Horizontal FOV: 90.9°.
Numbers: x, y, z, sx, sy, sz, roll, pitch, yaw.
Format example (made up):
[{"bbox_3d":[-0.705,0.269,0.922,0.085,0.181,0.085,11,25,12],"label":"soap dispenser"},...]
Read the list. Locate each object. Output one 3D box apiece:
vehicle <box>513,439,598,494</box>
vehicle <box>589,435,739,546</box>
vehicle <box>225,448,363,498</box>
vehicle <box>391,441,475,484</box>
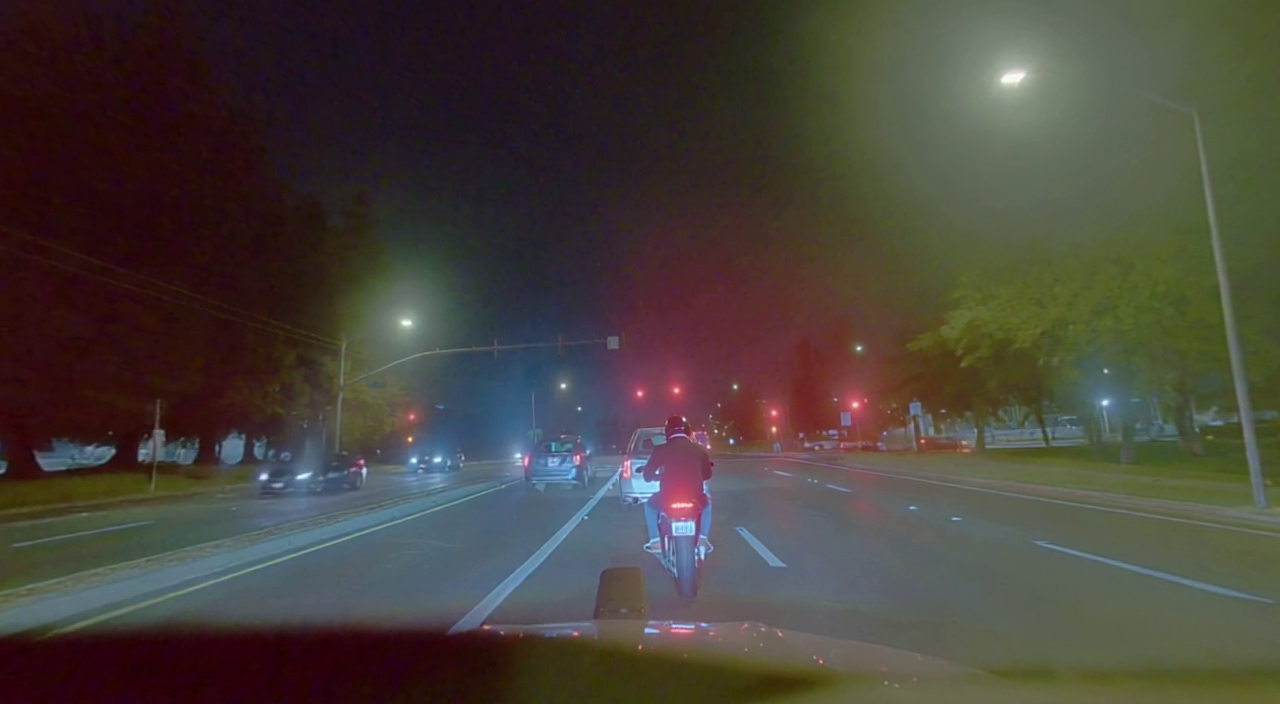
[{"bbox_3d":[-2.505,3.499,19.654,1.979,1.499,3.840,-1,-8,2],"label":"vehicle"},{"bbox_3d":[0.339,2.193,10.807,2.009,1.450,4.608,-1,-8,1],"label":"vehicle"},{"bbox_3d":[-11.263,3.925,20.982,1.936,1.425,4.630,-1,-8,0],"label":"vehicle"},{"bbox_3d":[-7.779,4.148,24.080,1.735,1.480,4.137,-1,-8,1],"label":"vehicle"}]
